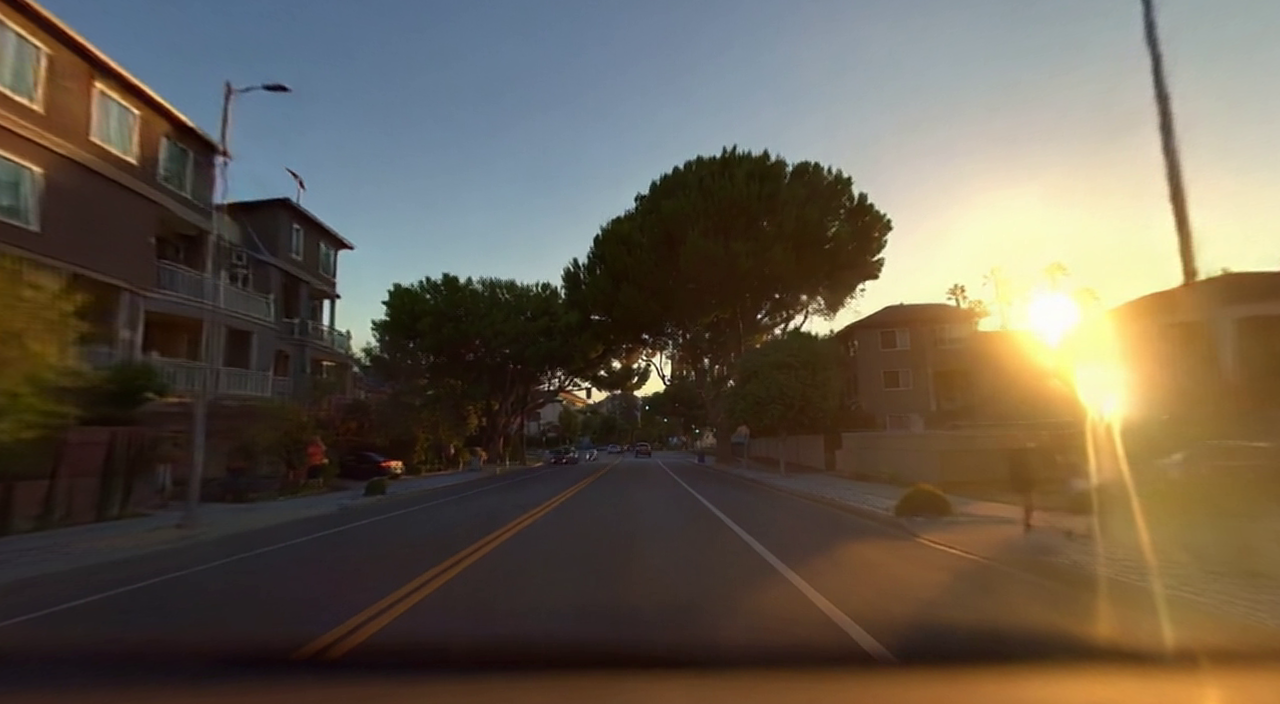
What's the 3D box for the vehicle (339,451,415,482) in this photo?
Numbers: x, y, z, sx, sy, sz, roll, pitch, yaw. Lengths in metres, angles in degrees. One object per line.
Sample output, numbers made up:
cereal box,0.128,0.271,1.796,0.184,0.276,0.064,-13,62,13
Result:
vehicle,-12.800,5.565,31.058,1.934,1.389,4.364,0,-9,-1
